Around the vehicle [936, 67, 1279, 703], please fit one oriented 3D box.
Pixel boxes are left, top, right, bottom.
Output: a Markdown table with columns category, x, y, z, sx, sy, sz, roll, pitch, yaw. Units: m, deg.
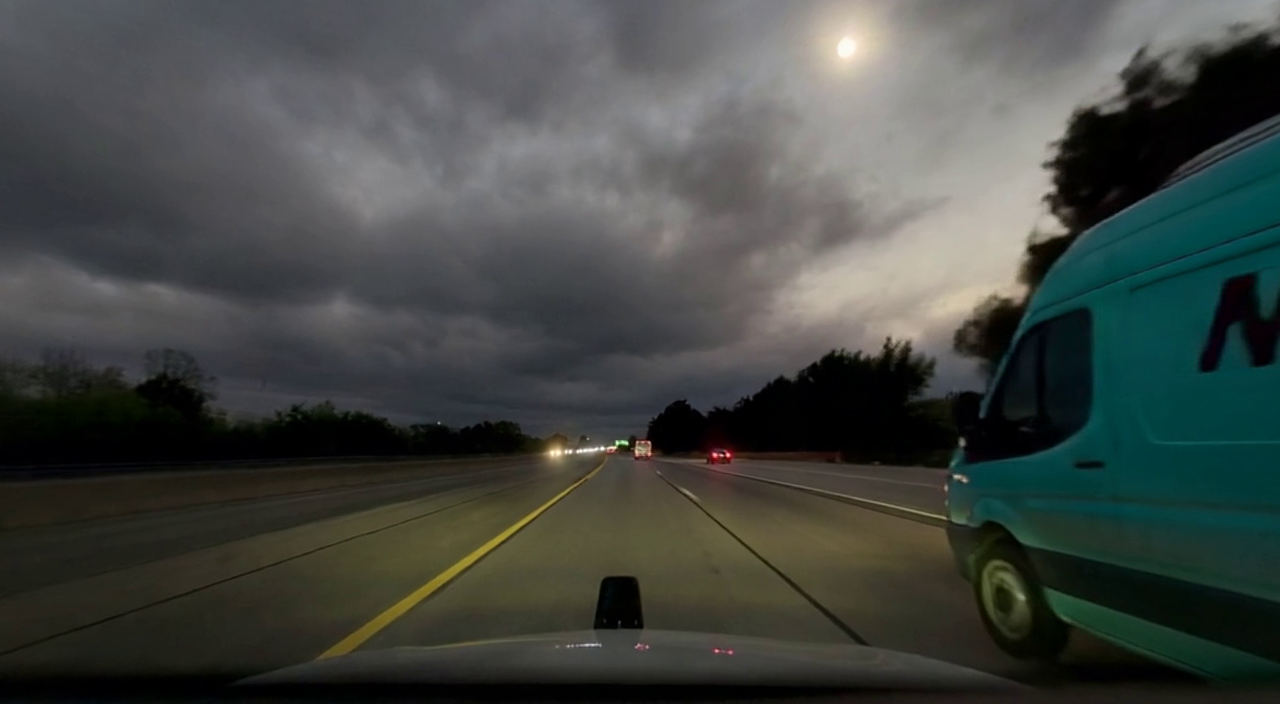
| category | x | y | z | sx | sy | sz | roll | pitch | yaw |
| --- | --- | --- | --- | --- | --- | --- | --- | --- | --- |
| vehicle | 3.483 | 0.125 | 0.920 | 2.355 | 2.664 | 7.367 | 0 | -9 | -1 |
